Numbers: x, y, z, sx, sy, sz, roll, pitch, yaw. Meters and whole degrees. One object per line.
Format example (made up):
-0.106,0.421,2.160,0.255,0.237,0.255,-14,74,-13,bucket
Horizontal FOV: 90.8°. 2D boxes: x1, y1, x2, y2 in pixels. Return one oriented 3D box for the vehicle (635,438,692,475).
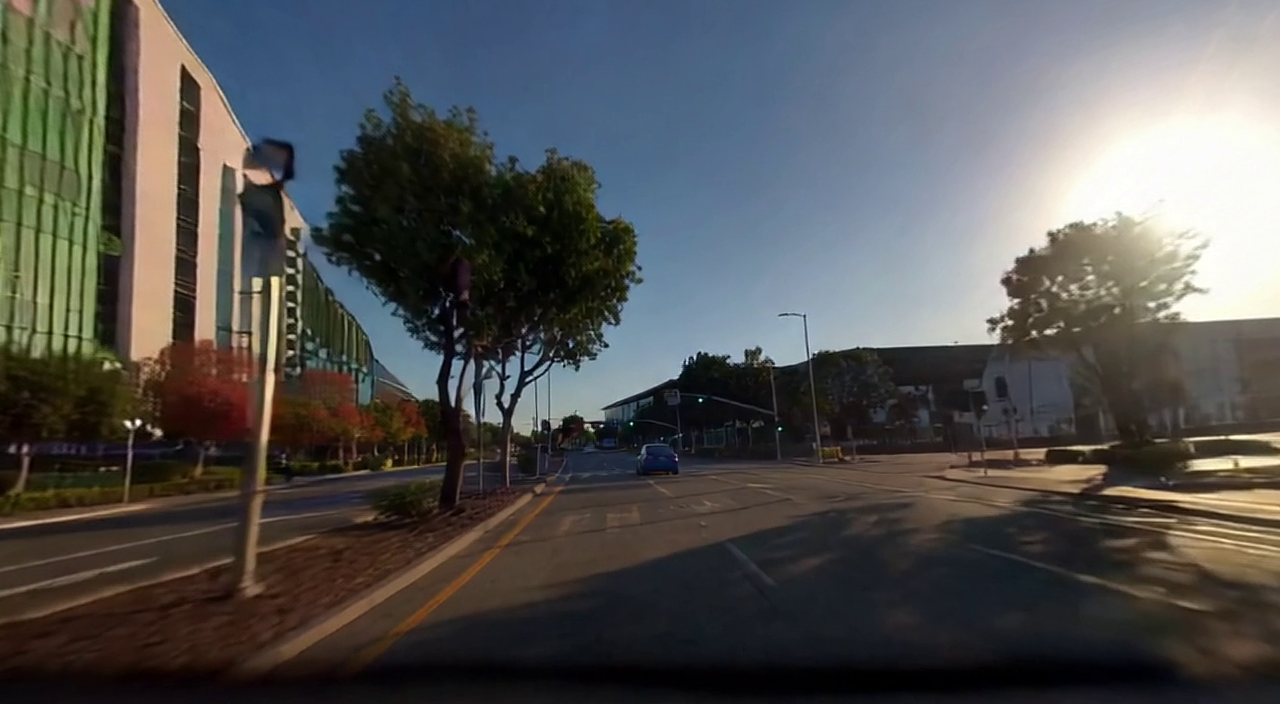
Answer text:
1.027,5.034,30.757,2.165,1.633,4.381,0,-8,-6,vehicle
